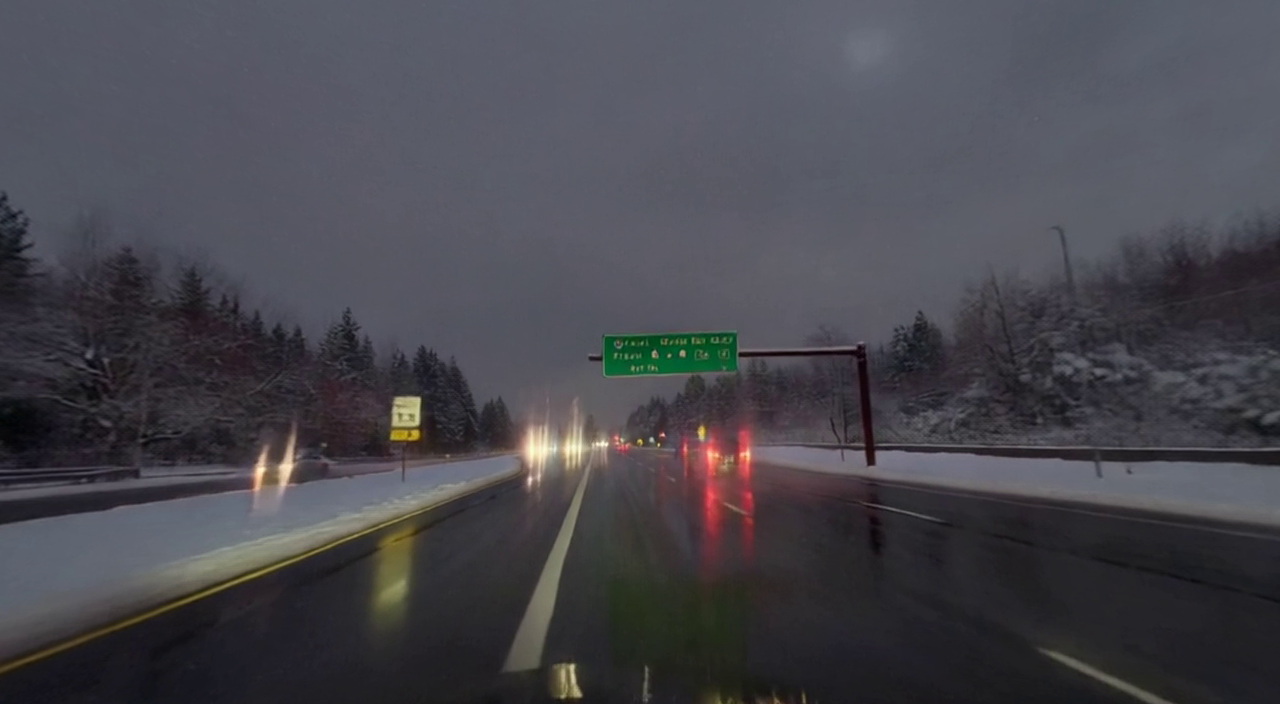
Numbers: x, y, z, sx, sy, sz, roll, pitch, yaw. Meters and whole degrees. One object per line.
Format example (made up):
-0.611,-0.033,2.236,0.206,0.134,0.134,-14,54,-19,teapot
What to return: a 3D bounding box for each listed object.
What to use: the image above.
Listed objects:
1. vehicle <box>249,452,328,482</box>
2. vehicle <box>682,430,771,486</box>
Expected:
-19.880,6.480,35.856,2.059,1.509,4.608,0,-9,-4,vehicle
2.813,3.610,21.706,2.066,1.683,4.675,1,-9,-5,vehicle
